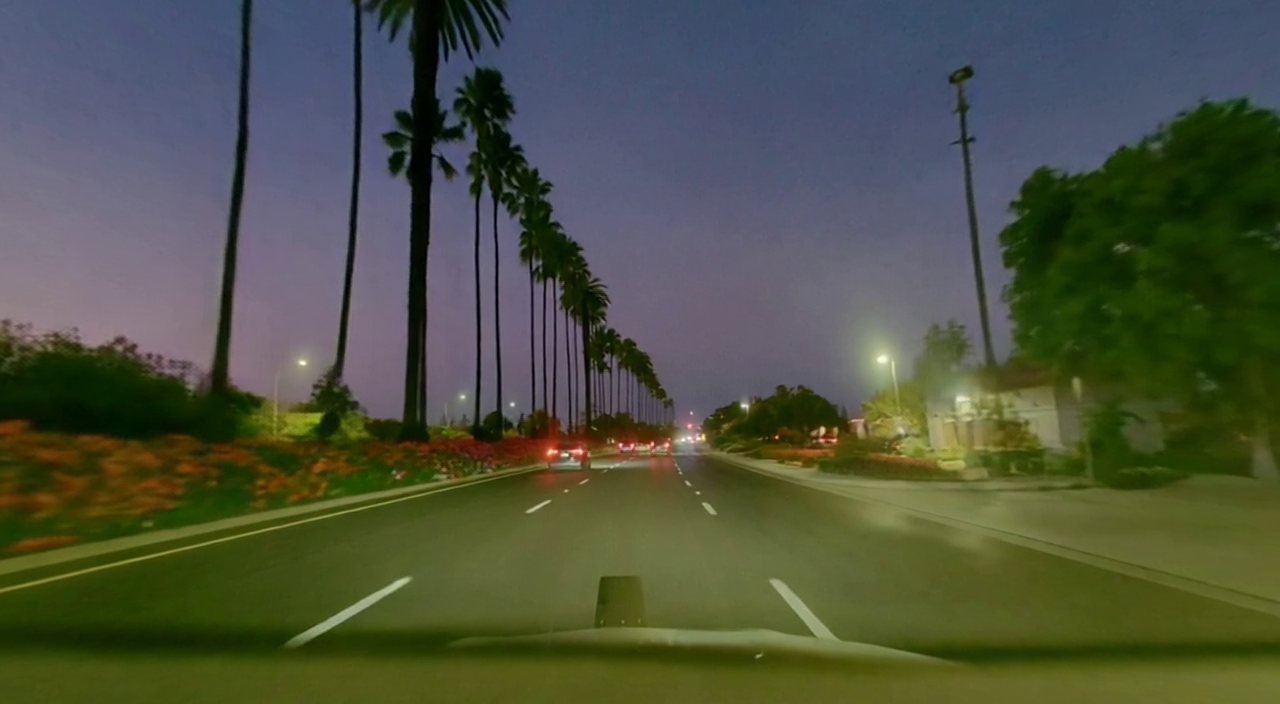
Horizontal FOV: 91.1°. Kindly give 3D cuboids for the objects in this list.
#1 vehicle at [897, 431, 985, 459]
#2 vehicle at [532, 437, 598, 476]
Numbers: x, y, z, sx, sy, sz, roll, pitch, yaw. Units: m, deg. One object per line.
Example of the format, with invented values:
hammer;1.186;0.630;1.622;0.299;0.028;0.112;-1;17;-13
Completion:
vehicle;22.379;6.968;46.988;2.426;1.902;6.126;2;-9;-15
vehicle;-3.018;4.353;26.344;2.036;1.478;4.508;0;-8;2
